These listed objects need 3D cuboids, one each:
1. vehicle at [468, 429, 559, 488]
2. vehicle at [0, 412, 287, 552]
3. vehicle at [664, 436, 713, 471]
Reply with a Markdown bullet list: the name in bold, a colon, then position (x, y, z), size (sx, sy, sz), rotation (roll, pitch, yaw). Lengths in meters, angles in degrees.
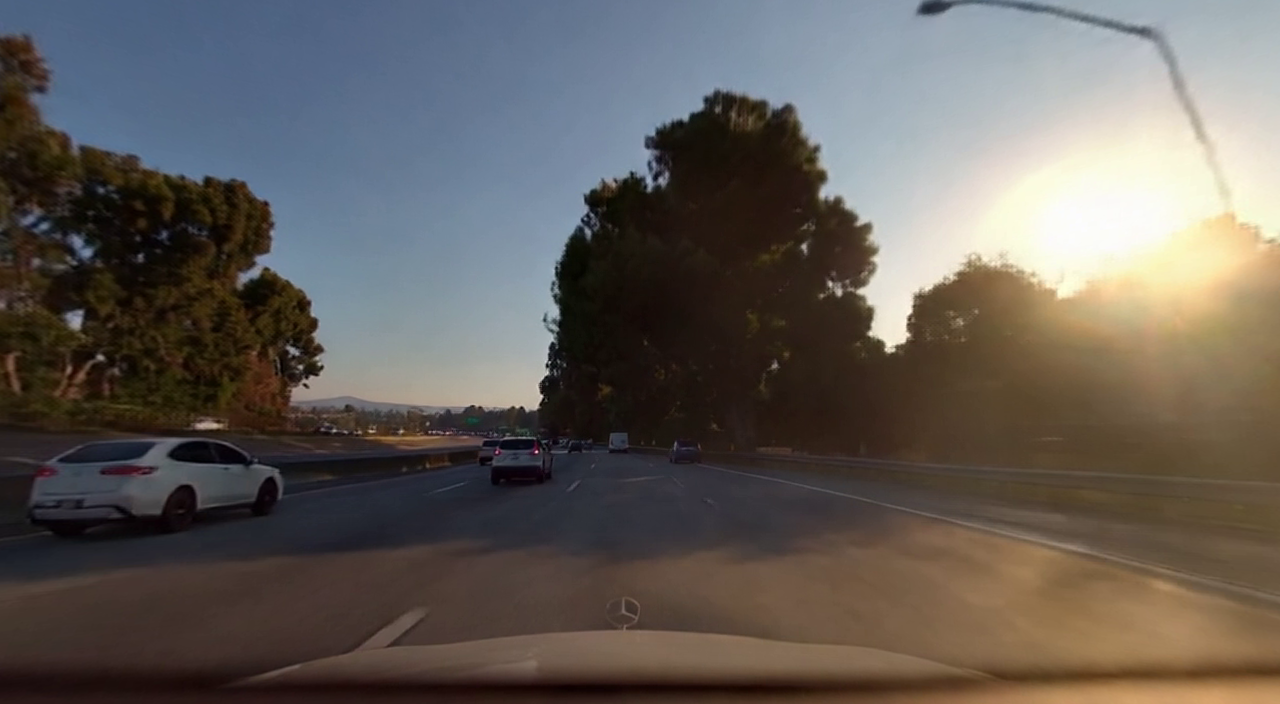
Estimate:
- **vehicle**: position (-3.895, 3.362, 20.147), size (2.002, 1.680, 4.301), rotation (0, -9, 0)
- **vehicle**: position (-8.134, 1.946, 10.121), size (2.237, 1.703, 4.681), rotation (0, -9, -1)
- **vehicle**: position (2.469, 5.317, 33.214), size (2.053, 1.698, 4.097), rotation (0, -9, -3)
